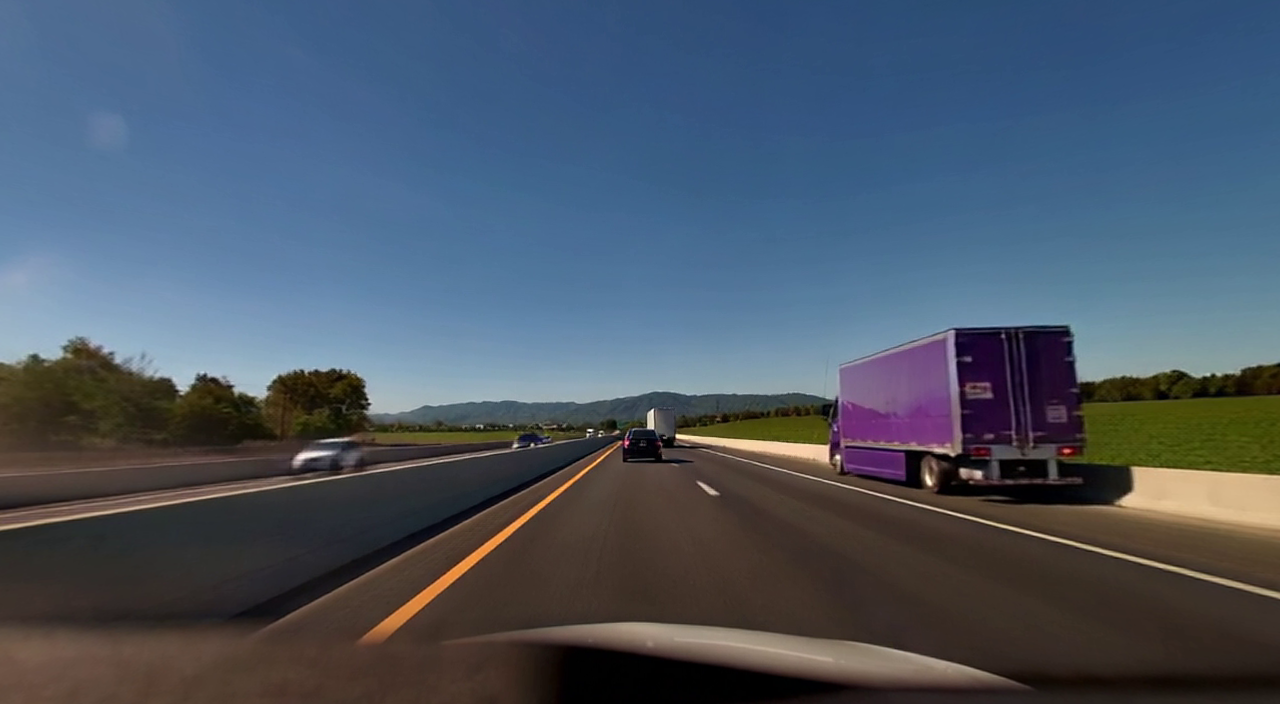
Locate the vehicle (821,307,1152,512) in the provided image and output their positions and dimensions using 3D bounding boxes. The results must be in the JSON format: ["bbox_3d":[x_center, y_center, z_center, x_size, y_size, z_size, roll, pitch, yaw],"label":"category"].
[{"bbox_3d":[7.391,1.582,15.638,3.010,3.638,8.978,0,-8,0],"label":"vehicle"}]

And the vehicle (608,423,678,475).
[{"bbox_3d":[0.064,3.362,22.012,2.216,1.623,4.220,0,-8,-1],"label":"vehicle"}]

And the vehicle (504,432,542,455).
[{"bbox_3d":[-8.000,6.304,43.329,1.869,1.521,4.034,0,-8,0],"label":"vehicle"}]

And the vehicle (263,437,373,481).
[{"bbox_3d":[-12.305,4.081,24.416,1.916,1.522,4.426,0,-8,0],"label":"vehicle"}]
